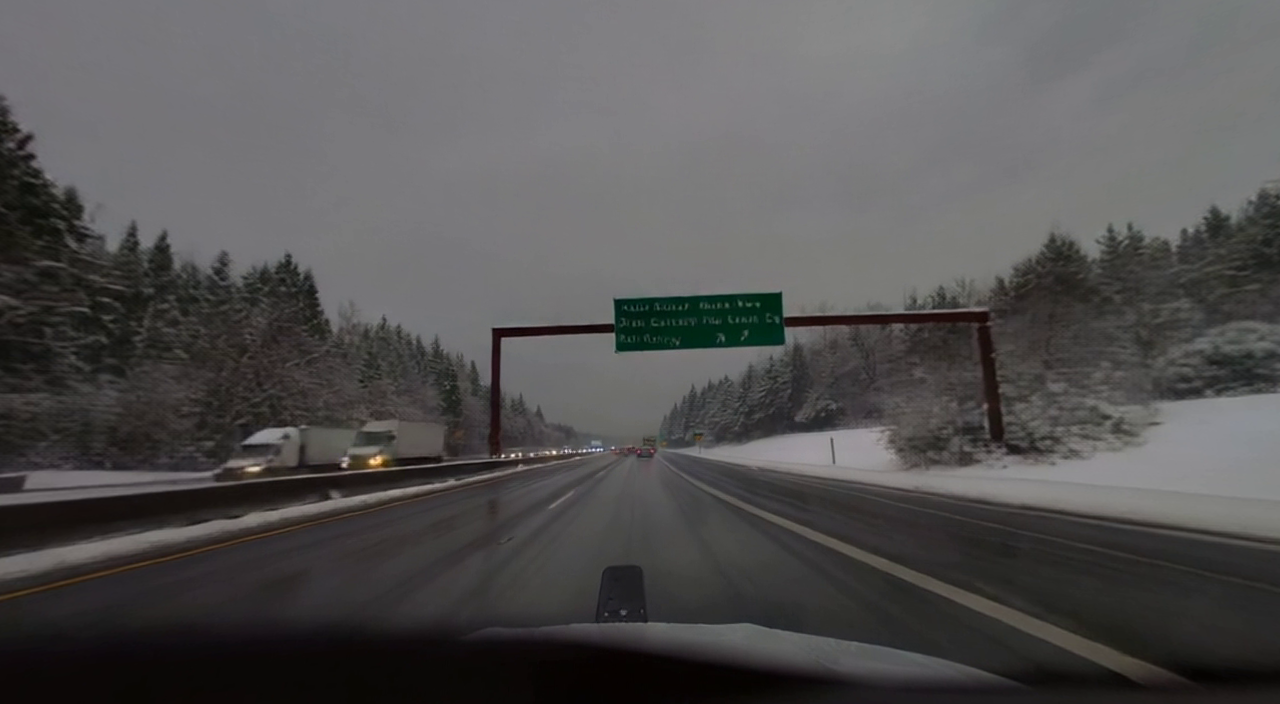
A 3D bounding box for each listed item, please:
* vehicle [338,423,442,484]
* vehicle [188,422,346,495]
[{"bbox_3d":[-12.166,5.023,31.330,2.488,2.689,5.896,-1,-9,3],"label":"vehicle"},{"bbox_3d":[-16.710,4.842,29.021,2.881,2.910,7.027,0,-9,0],"label":"vehicle"}]
